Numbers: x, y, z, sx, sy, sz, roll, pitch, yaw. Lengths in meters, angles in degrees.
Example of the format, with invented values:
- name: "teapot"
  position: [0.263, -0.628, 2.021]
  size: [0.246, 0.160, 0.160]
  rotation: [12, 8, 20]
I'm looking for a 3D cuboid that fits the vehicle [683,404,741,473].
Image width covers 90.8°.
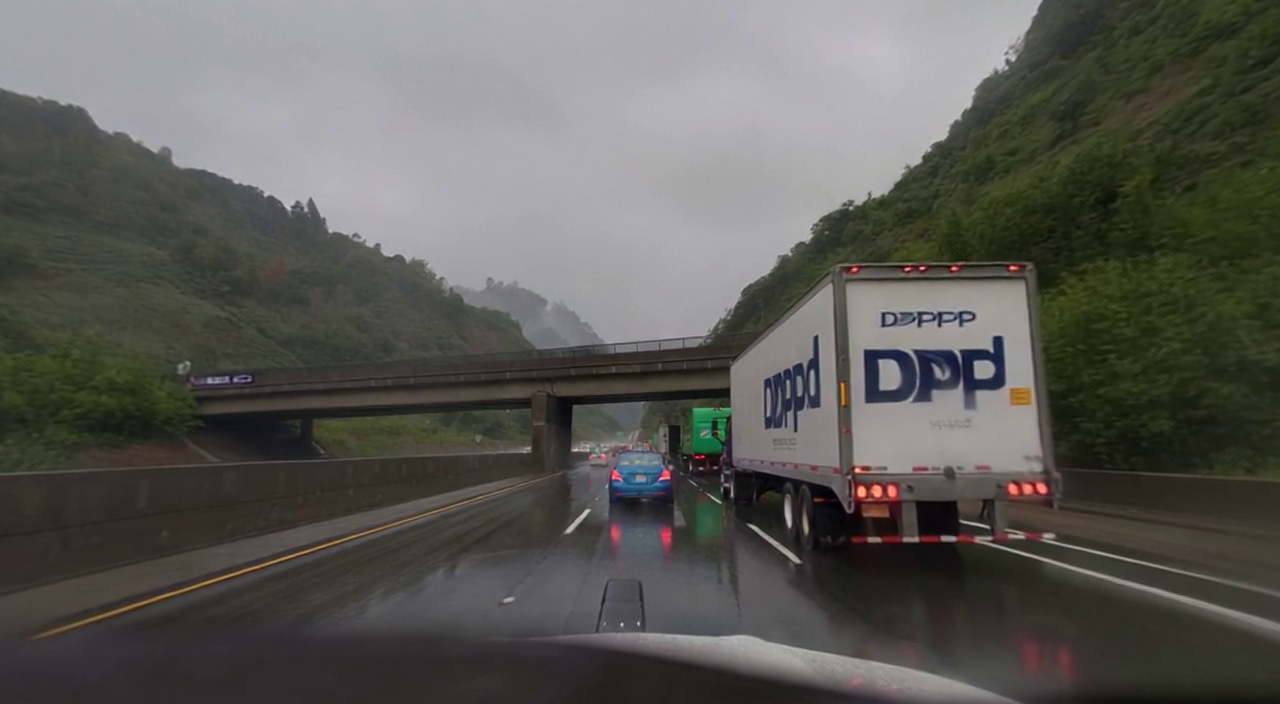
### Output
- name: "vehicle"
  position: [4.569, 5.785, 41.777]
  size: [2.801, 4.039, 8.684]
  rotation: [0, -9, 0]

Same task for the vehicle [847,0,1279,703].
- name: "vehicle"
  position: [4.135, 0.028, 3.972]
  size: [2.802, 3.956, 8.291]
  rotation: [0, -9, 0]

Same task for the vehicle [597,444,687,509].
- name: "vehicle"
  position: [0.046, 3.114, 16.150]
  size: [2.029, 1.437, 3.794]
  rotation: [0, -9, 0]
